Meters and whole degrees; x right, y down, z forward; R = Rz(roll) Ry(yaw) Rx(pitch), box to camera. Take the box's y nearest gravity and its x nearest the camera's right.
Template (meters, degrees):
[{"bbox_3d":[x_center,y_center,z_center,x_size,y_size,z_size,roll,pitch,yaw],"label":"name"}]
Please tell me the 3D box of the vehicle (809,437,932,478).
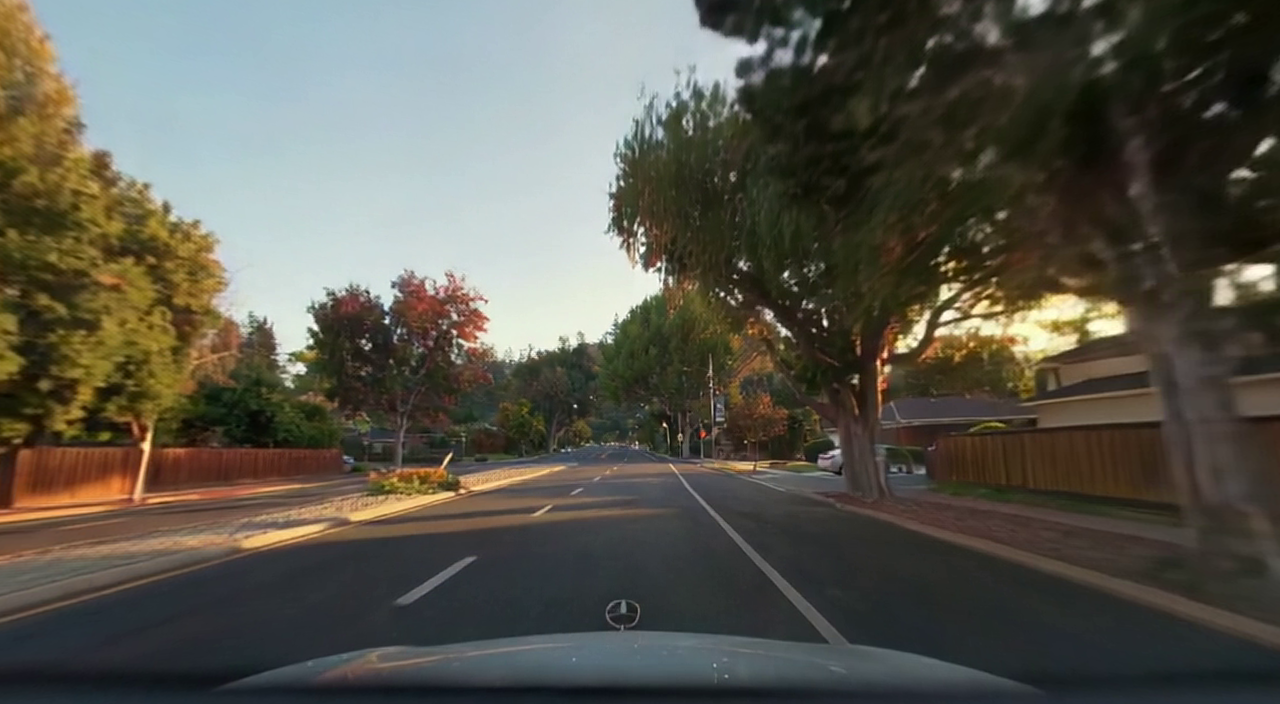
[{"bbox_3d":[9.701,4.468,26.830,4.387,1.680,1.958,1,-9,-3],"label":"vehicle"}]
